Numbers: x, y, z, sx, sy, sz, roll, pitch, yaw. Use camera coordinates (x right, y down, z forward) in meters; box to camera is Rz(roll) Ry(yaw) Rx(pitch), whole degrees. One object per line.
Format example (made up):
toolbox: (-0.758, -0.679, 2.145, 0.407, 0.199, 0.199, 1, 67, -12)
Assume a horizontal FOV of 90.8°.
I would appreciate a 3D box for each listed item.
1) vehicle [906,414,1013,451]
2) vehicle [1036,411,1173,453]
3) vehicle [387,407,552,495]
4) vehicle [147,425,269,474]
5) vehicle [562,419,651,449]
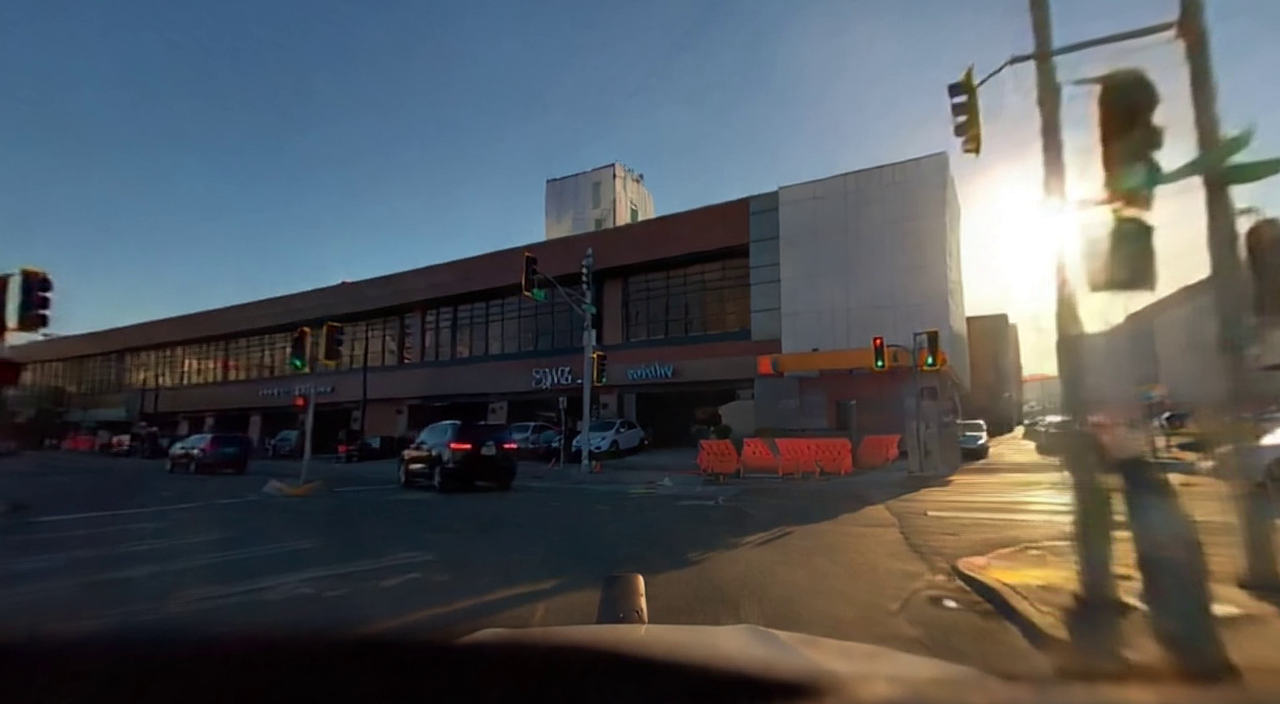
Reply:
vehicle: (15.373, 3.929, 30.580, 4.382, 1.688, 1.937, -4, -9, 26)
vehicle: (20.334, 3.569, 27.941, 4.550, 1.704, 1.922, -5, -9, 28)
vehicle: (-4.533, 2.499, 16.208, 2.256, 1.859, 5.118, 6, -10, -37)
vehicle: (-18.656, 4.187, 27.205, 5.548, 1.911, 2.206, -5, -10, 32)
vehicle: (-2.088, 5.070, 39.004, 5.080, 1.766, 2.272, -5, -8, 31)
